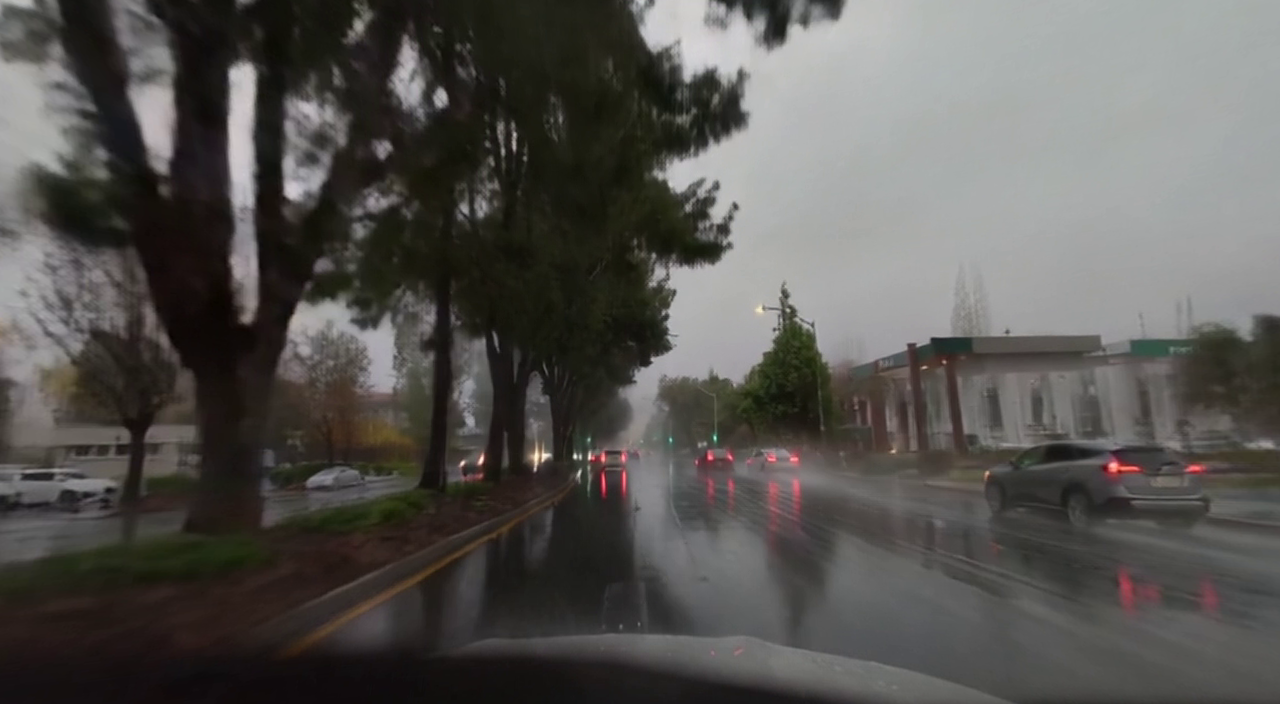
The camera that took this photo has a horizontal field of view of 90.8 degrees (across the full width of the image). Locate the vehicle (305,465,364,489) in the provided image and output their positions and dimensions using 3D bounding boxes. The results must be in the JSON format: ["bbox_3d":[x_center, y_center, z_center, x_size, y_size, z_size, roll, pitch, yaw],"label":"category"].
[{"bbox_3d":[-19.960,8.156,41.401,1.769,1.344,3.947,-1,-8,2],"label":"vehicle"}]

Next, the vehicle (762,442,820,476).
[{"bbox_3d":[8.037,5.699,34.000,1.945,1.687,4.292,0,-8,-1],"label":"vehicle"}]

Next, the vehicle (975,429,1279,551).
[{"bbox_3d":[7.704,2.078,10.306,1.888,1.508,4.646,0,-8,0],"label":"vehicle"}]

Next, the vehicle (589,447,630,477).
[{"bbox_3d":[-1.669,5.884,33.960,2.077,1.477,3.897,0,-8,-3],"label":"vehicle"}]

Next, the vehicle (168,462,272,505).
[{"bbox_3d":[-19.655,6.140,29.856,2.013,1.655,4.604,-2,-8,-4],"label":"vehicle"}]

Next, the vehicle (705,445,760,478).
[{"bbox_3d":[4.375,5.234,30.498,2.020,1.472,3.958,0,-8,-1],"label":"vehicle"}]
